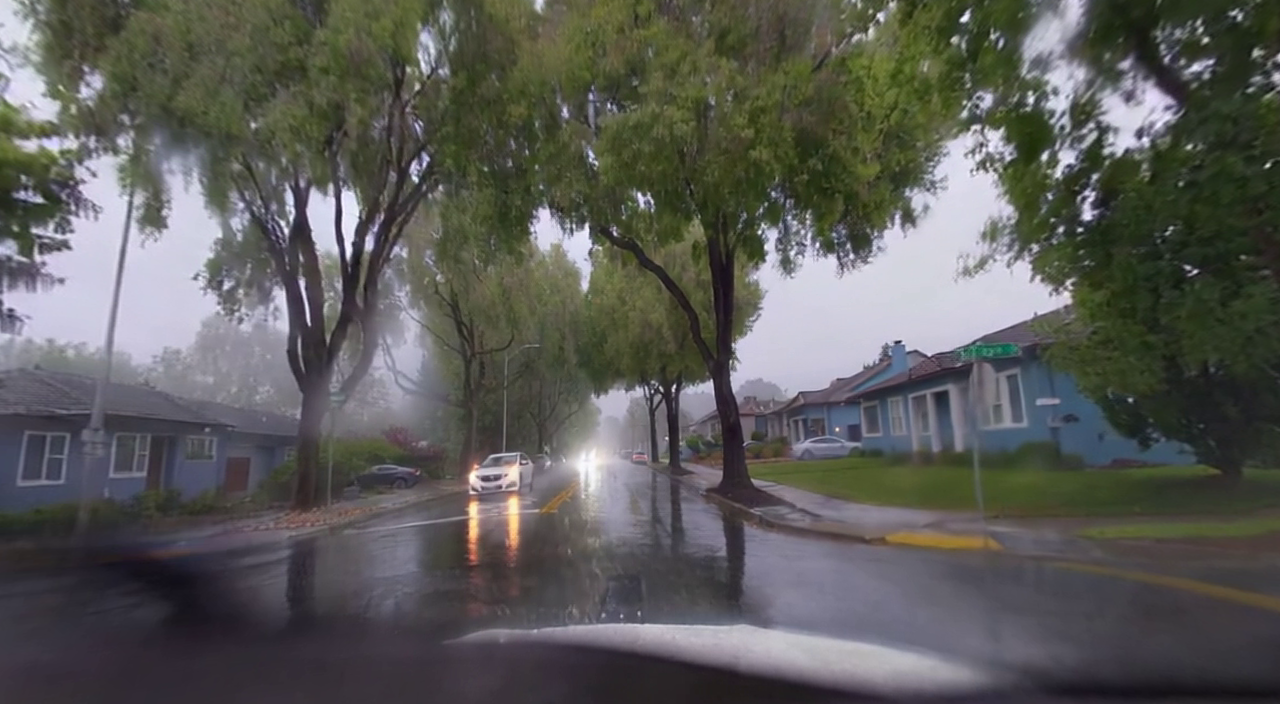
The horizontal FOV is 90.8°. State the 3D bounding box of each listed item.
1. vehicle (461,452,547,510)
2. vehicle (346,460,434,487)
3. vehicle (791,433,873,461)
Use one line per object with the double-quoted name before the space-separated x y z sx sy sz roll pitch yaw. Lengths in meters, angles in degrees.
"vehicle" -4.505 4.326 21.642 1.973 1.683 4.400 0 -8 0
"vehicle" -14.920 7.258 37.748 4.487 1.464 1.889 -3 -11 8
"vehicle" 11.407 5.672 37.837 4.389 1.480 2.038 -2 -6 8
